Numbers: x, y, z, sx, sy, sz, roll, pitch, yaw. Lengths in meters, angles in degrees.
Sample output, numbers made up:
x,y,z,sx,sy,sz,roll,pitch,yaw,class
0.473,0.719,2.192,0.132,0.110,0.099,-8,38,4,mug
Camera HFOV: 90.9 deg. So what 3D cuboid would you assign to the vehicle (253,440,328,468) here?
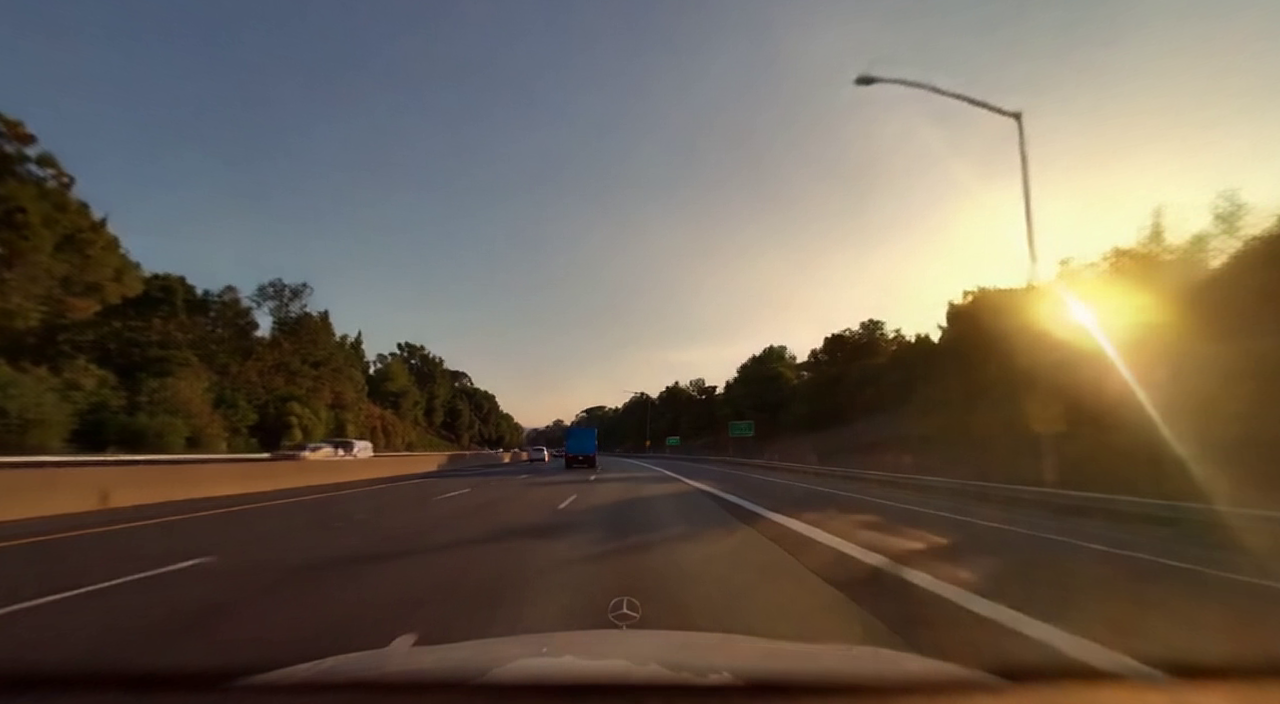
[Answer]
x,y,z,sx,sy,sz,roll,pitch,yaw,class
-22.677,6.619,41.177,2.172,1.699,5.047,0,-8,-3,vehicle
